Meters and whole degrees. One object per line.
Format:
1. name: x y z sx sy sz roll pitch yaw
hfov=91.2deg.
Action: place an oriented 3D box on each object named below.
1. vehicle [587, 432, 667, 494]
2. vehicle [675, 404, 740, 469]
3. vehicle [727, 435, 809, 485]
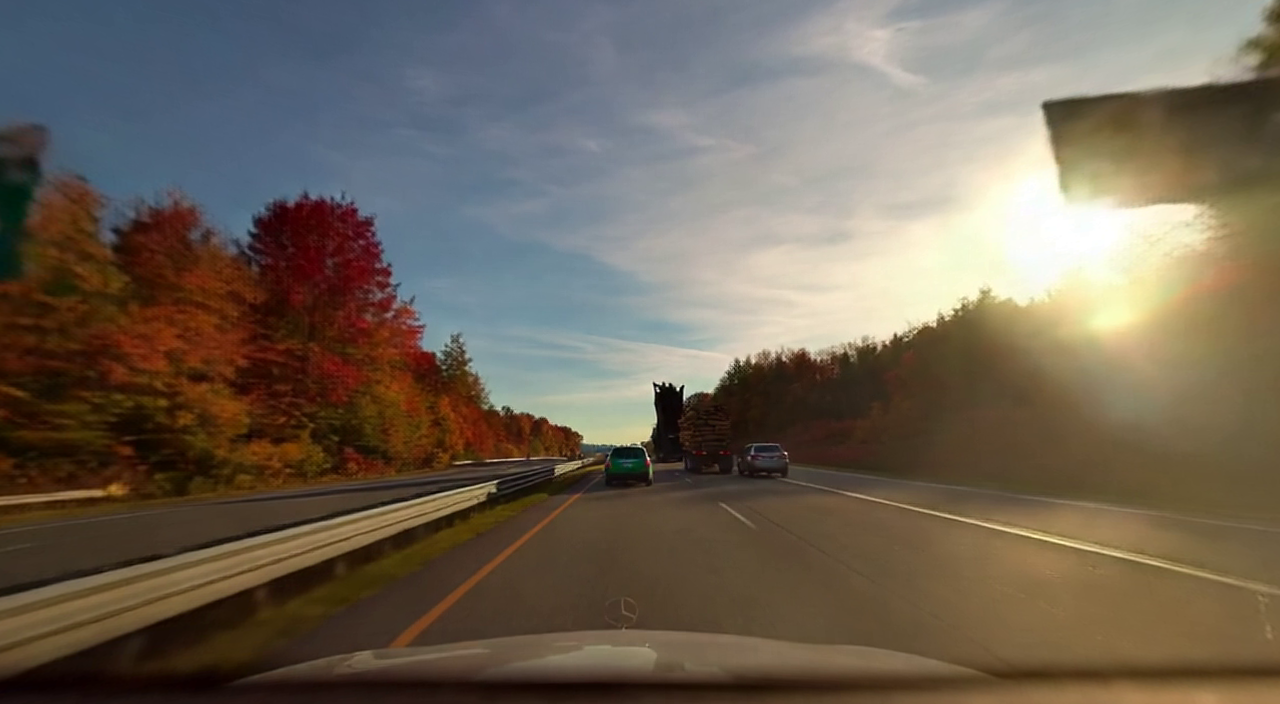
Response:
1. vehicle: -0.401 3.435 19.665 2.263 1.699 3.936 0 -9 -1
2. vehicle: 4.317 5.740 42.259 3.125 3.895 8.461 0 -9 -2
3. vehicle: 4.693 4.041 23.721 2.057 1.660 4.525 0 -9 -1
